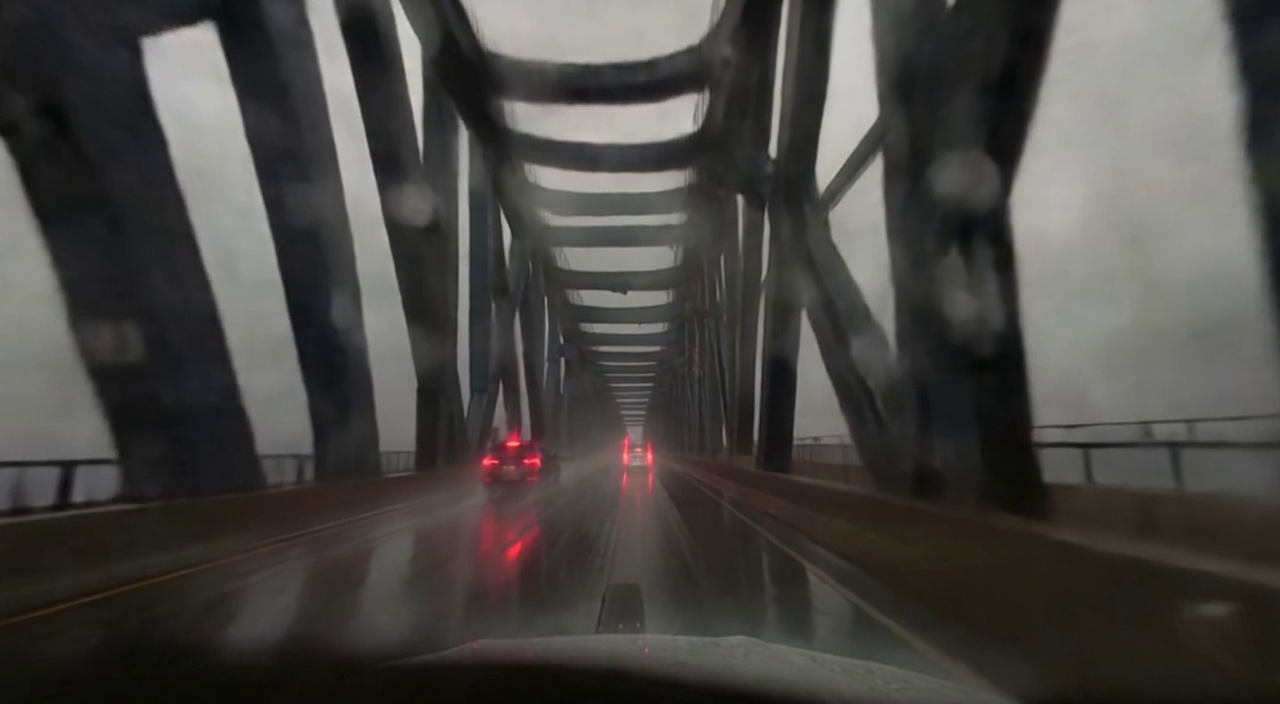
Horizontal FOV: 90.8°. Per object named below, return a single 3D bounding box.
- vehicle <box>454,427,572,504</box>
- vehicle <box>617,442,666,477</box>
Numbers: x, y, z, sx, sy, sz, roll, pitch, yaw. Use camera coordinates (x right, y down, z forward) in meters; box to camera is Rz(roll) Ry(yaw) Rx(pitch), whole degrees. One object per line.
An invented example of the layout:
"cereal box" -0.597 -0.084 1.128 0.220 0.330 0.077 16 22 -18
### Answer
"vehicle" -3.318 3.095 17.642 2.190 1.807 4.741 -1 -9 2
"vehicle" 0.037 4.857 28.806 2.048 1.450 3.973 0 -9 -1
